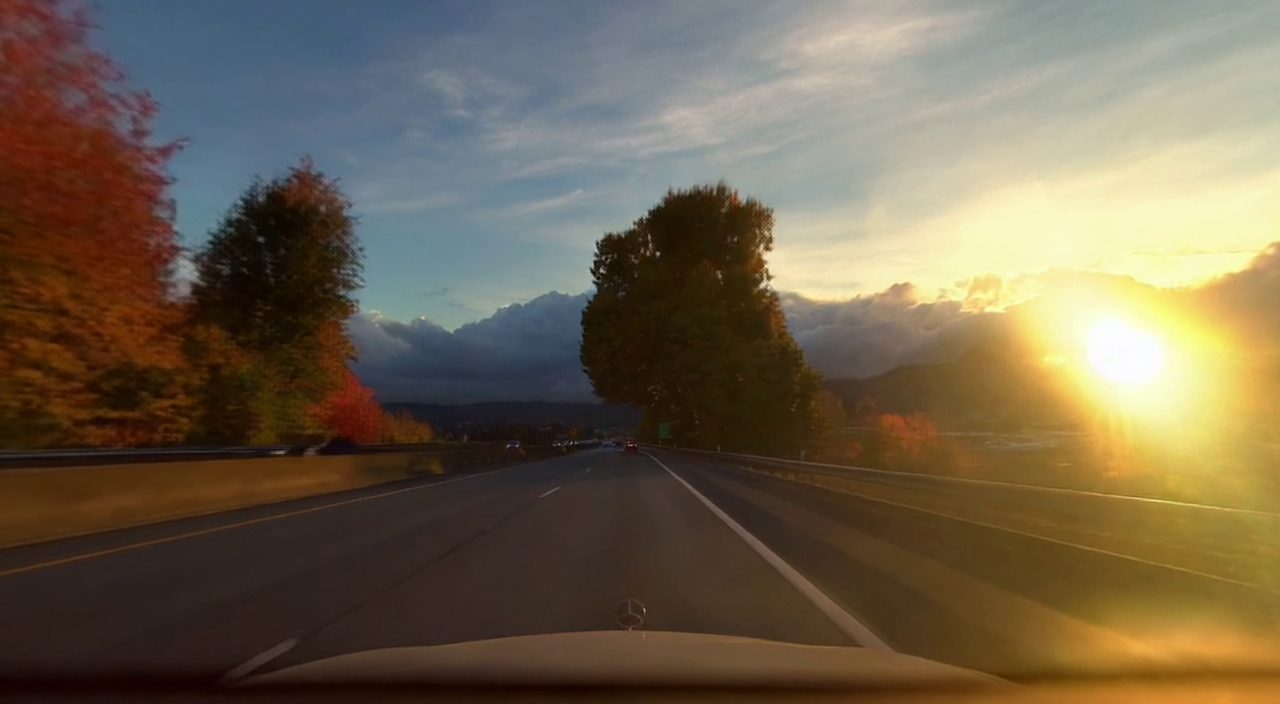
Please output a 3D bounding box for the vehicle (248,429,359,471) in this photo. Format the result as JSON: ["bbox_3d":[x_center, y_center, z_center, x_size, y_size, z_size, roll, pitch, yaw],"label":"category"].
[{"bbox_3d":[-13.456,3.945,25.565,1.870,1.530,4.700,0,-8,1],"label":"vehicle"}]
